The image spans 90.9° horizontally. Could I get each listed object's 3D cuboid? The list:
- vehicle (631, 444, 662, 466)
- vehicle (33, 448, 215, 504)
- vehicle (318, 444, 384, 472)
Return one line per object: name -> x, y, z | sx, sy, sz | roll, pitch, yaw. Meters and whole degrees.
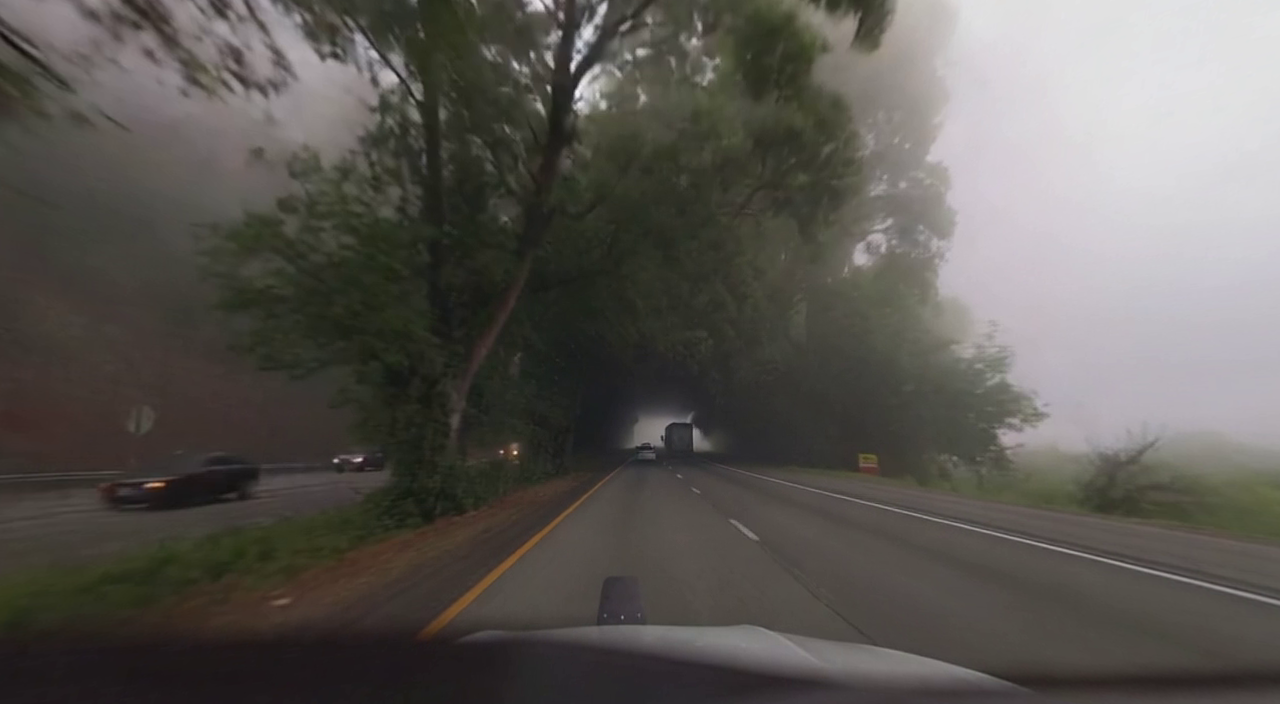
vehicle -> 0.447, 7.145, 43.729 | 2.023, 1.434, 4.236 | 0, -9, 1
vehicle -> -15.000, 3.600, 18.700 | 1.816, 1.454, 4.185 | 0, -9, 0
vehicle -> -18.597, 6.837, 40.742 | 2.017, 1.666, 4.521 | 0, -9, 1
